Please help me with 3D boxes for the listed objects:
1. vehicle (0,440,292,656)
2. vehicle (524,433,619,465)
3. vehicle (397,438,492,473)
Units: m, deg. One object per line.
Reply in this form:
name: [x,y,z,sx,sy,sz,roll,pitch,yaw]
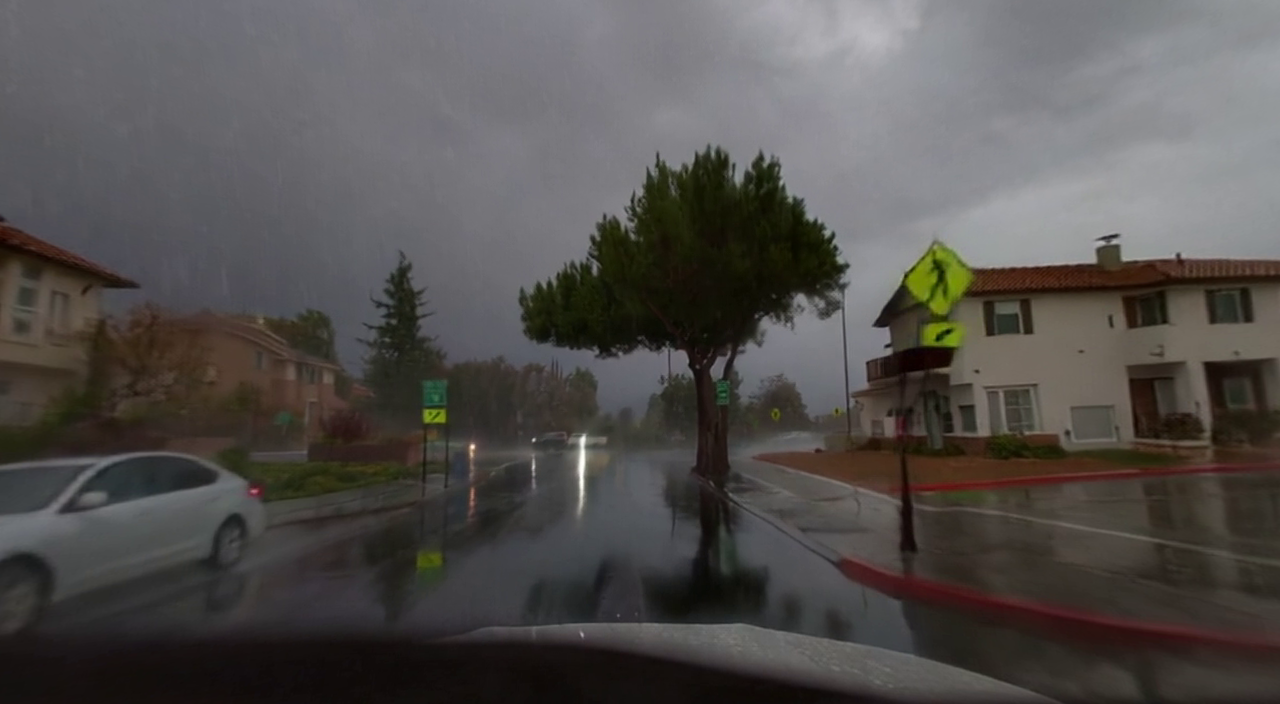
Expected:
vehicle: [-5.373,1.564,5.831,1.919,1.464,4.155,0,-8,0]
vehicle: [-4.048,5.736,37.556,5.181,1.768,2.139,4,-9,-26]
vehicle: [-10.276,5.405,33.269,4.639,1.700,2.002,2,-8,-17]
